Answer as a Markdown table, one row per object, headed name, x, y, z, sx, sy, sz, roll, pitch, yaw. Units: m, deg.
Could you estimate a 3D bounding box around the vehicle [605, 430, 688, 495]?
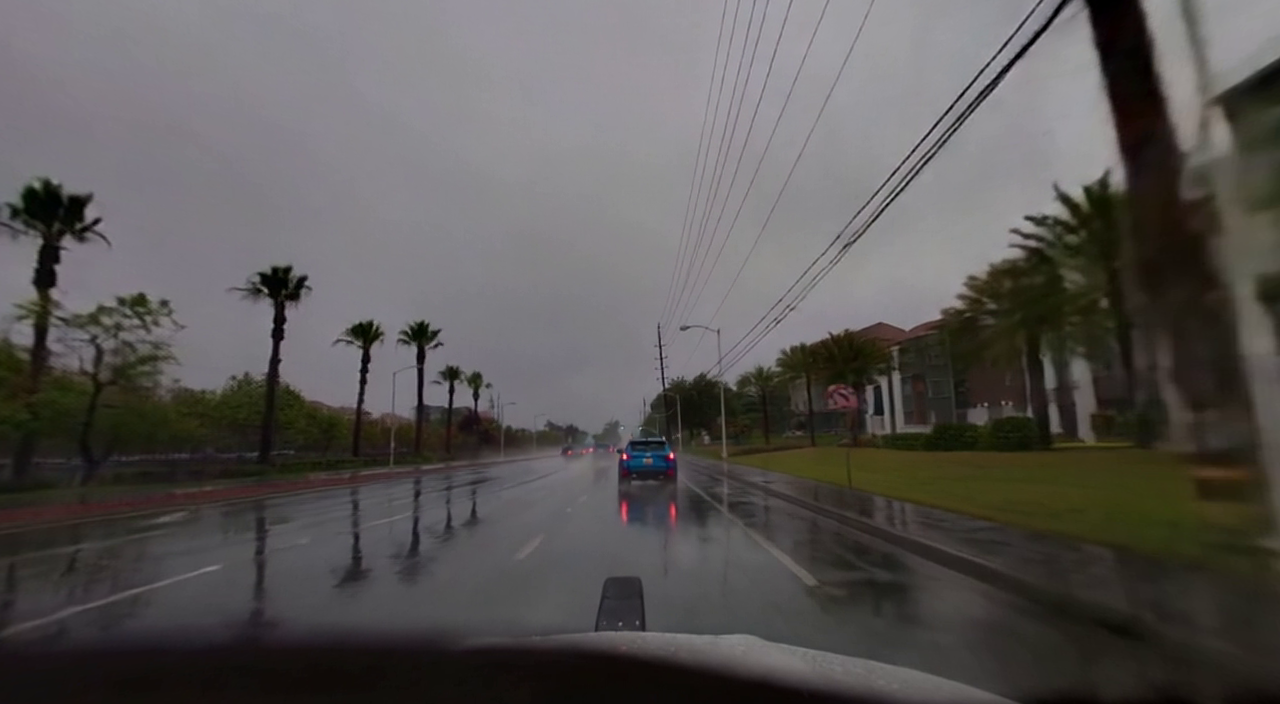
| name | x | y | z | sx | sy | sz | roll | pitch | yaw |
| --- | --- | --- | --- | --- | --- | --- | --- | --- | --- |
| vehicle | 0.158 | 3.267 | 18.930 | 2.198 | 1.706 | 4.166 | 0 | -9 | 0 |
